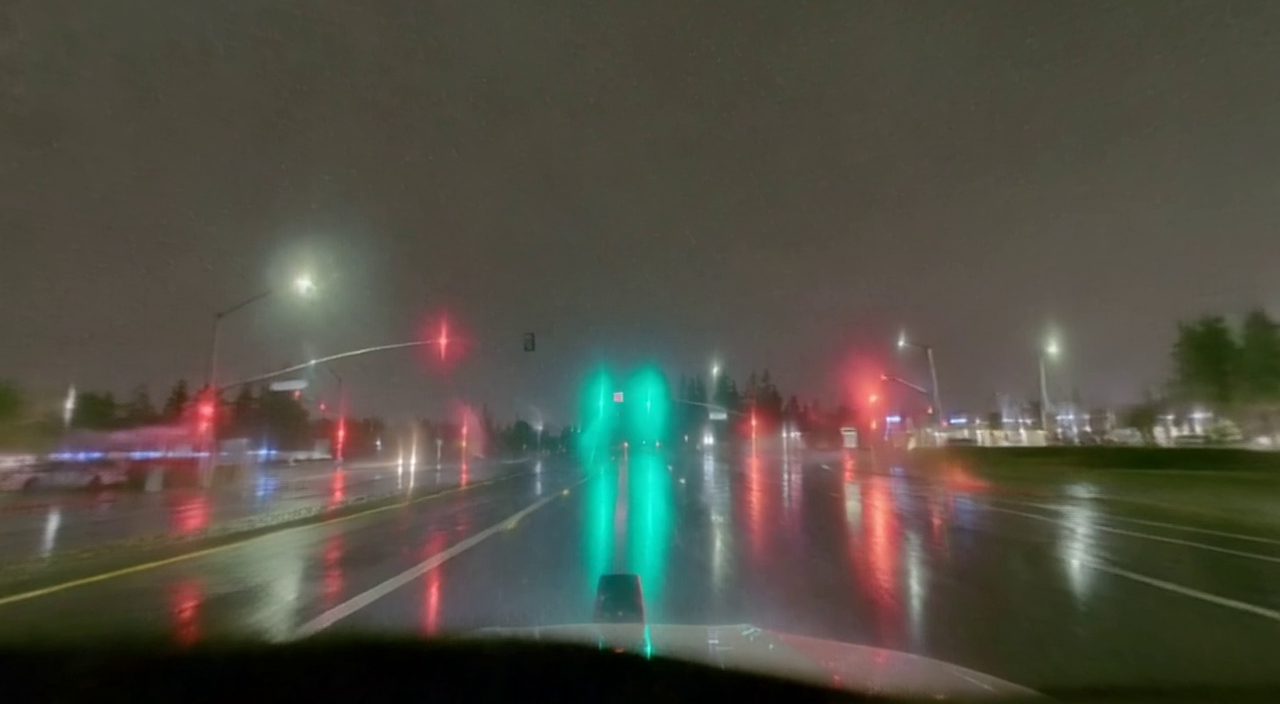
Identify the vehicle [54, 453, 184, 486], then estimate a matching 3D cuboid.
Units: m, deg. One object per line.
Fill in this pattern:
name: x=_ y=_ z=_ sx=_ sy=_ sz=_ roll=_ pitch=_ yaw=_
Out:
vehicle: x=-30.802 y=6.939 z=37.519 sx=5.418 sy=1.823 sz=2.531 roll=0 pitch=-9 yaw=-2
